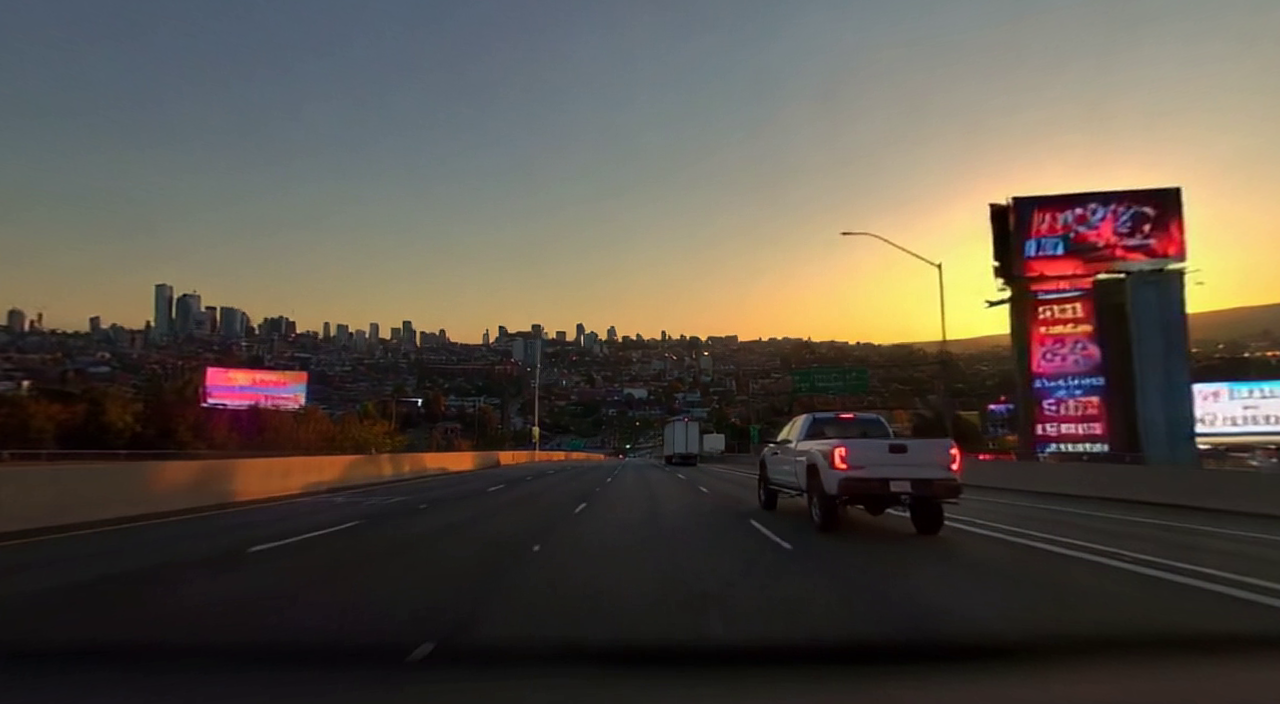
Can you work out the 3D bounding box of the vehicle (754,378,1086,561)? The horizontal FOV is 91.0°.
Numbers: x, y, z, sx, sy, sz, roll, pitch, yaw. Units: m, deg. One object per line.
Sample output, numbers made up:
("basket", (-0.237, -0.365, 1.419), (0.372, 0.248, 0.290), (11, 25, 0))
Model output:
("vehicle", (3.872, 1.874, 10.645), (2.740, 2.157, 6.300), (0, -9, 0))
